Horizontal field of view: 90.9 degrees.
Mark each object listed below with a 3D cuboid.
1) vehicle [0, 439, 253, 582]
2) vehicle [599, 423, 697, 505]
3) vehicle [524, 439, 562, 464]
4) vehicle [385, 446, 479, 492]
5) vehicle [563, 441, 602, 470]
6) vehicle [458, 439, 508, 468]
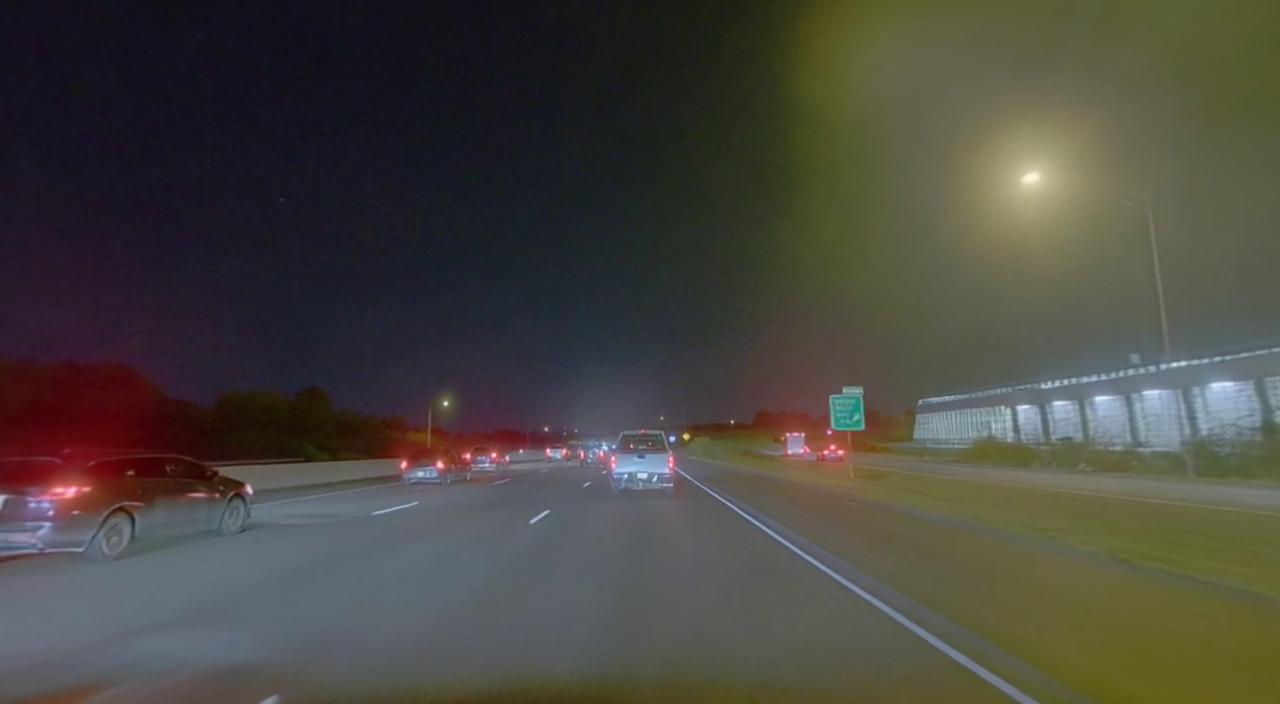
[{"bbox_3d":[-7.505,1.925,8.447,1.864,1.458,4.295,0,-9,0],"label":"vehicle"},{"bbox_3d":[0.182,2.774,15.948,2.152,1.779,3.924,0,-9,0],"label":"vehicle"},{"bbox_3d":[-7.455,7.713,48.963,2.106,1.816,4.936,0,-9,0],"label":"vehicle"},{"bbox_3d":[-7.267,4.108,22.508,1.869,1.466,4.217,0,-9,1],"label":"vehicle"},{"bbox_3d":[-3.414,6.256,38.297,1.952,1.649,4.131,0,-9,1],"label":"vehicle"},{"bbox_3d":[-11.223,7.291,45.539,2.157,1.941,5.544,0,-9,0],"label":"vehicle"}]
